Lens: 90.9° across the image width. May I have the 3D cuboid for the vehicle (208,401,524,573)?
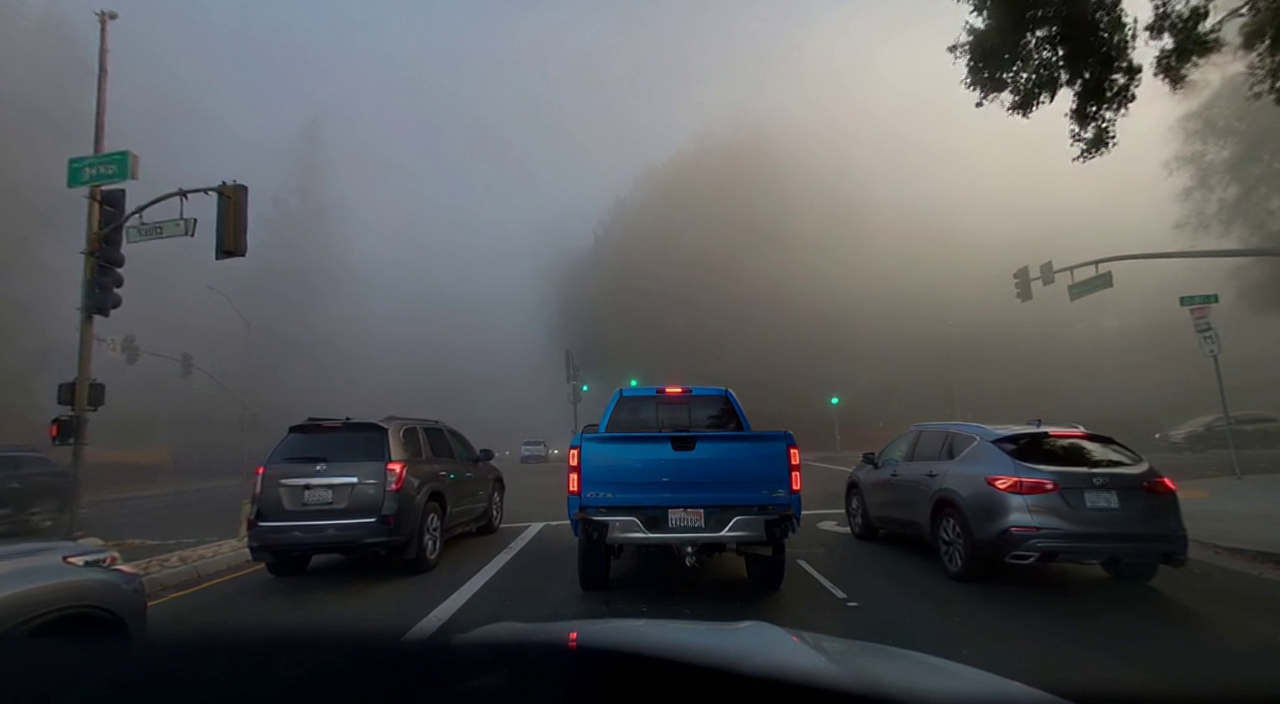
[{"bbox_3d":[-3.270,1.729,8.891,2.125,1.739,4.707,0,-8,3],"label":"vehicle"}]

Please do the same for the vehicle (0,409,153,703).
[{"bbox_3d":[-3.396,0.710,0.664,1.998,1.481,4.656,0,-8,1],"label":"vehicle"}]

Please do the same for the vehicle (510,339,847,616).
[{"bbox_3d":[0.326,1.282,7.205,2.505,2.084,4.768,0,-8,1],"label":"vehicle"}]

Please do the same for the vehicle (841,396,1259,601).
[{"bbox_3d":[4.038,1.509,7.331,1.984,1.659,4.226,0,-8,0],"label":"vehicle"}]
